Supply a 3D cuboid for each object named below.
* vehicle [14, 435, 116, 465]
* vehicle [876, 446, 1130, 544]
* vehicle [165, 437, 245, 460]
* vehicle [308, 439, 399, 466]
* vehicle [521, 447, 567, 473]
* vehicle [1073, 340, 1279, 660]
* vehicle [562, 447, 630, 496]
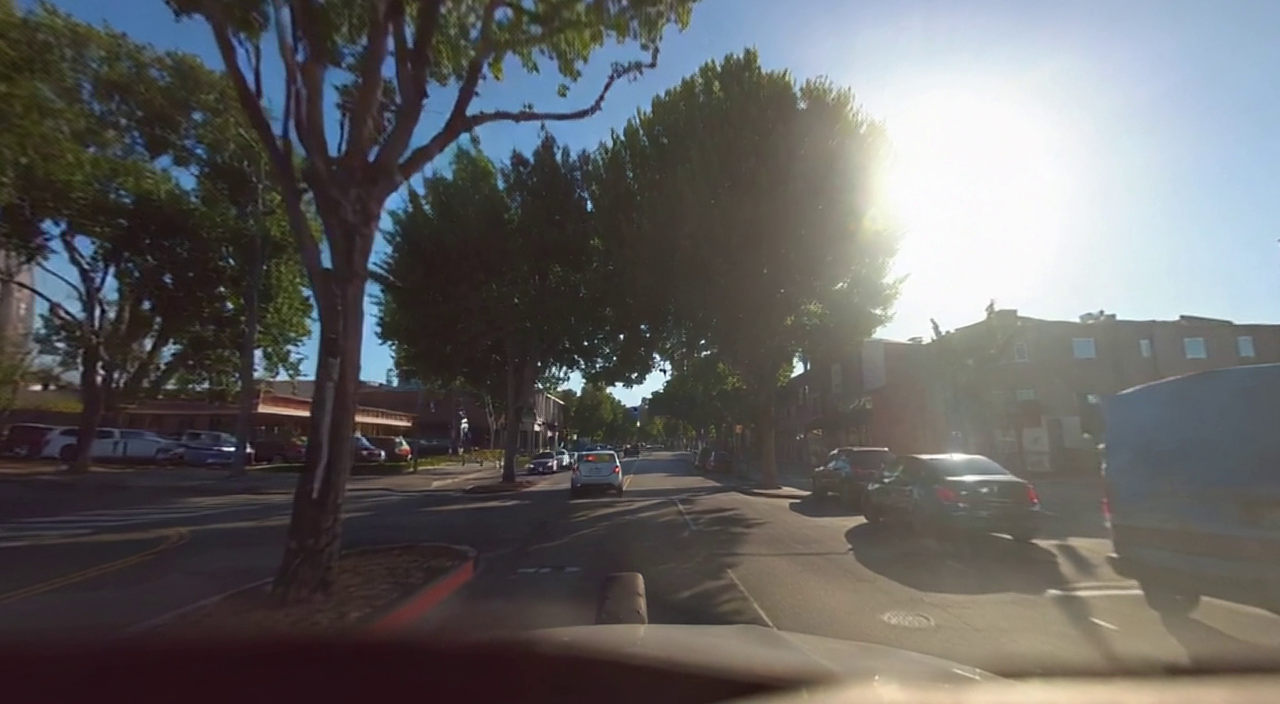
[{"bbox_3d":[-31.828,5.416,35.019,3.915,1.574,1.850,0,-9,3],"label":"vehicle"},{"bbox_3d":[6.523,2.437,11.377,4.097,1.476,1.864,4,-9,-25],"label":"vehicle"},{"bbox_3d":[-31.930,7.089,46.444,4.410,1.611,1.880,0,-8,-1],"label":"vehicle"},{"bbox_3d":[-18.392,6.481,40.684,4.892,1.679,1.927,1,-9,-6],"label":"vehicle"},{"bbox_3d":[-6.025,6.831,40.266,2.049,1.490,4.501,0,-8,2],"label":"vehicle"},{"bbox_3d":[6.709,1.190,5.596,5.385,2.146,2.143,4,-9,-25],"label":"vehicle"},{"bbox_3d":[-1.522,3.996,21.578,2.065,1.450,4.522,1,-8,-4],"label":"vehicle"}]
